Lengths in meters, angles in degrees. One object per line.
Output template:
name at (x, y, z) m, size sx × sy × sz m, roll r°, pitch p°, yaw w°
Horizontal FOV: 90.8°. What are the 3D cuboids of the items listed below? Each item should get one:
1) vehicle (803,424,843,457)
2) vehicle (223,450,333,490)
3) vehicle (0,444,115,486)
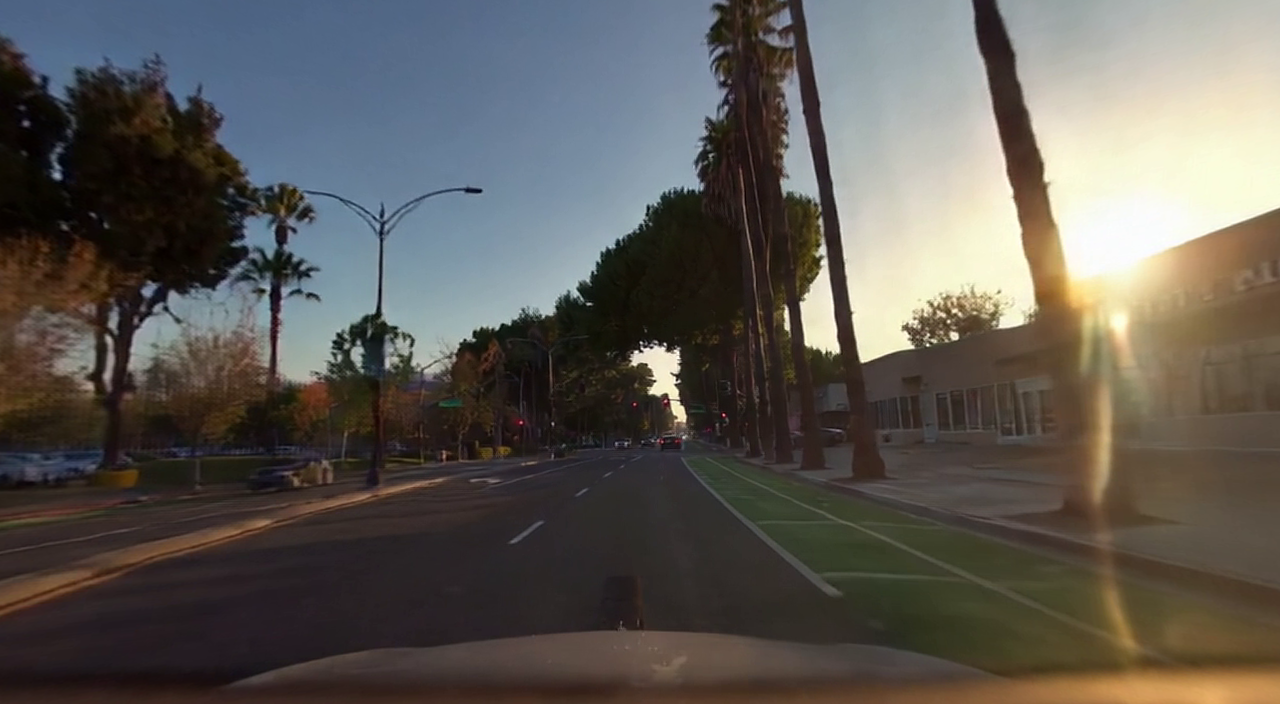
vehicle at (13.150, 6.398, 45.689) m, size 1.996 × 2.172 × 5.298 m, roll -2°, pitch -8°, yaw 8°
vehicle at (-17.811, 5.793, 31.505) m, size 2.178 × 1.779 × 5.406 m, roll -1°, pitch -8°, yaw 2°
vehicle at (-29.672, 5.473, 30.829) m, size 5.940 × 1.904 × 2.360 m, roll 0°, pitch -8°, yaw 2°
